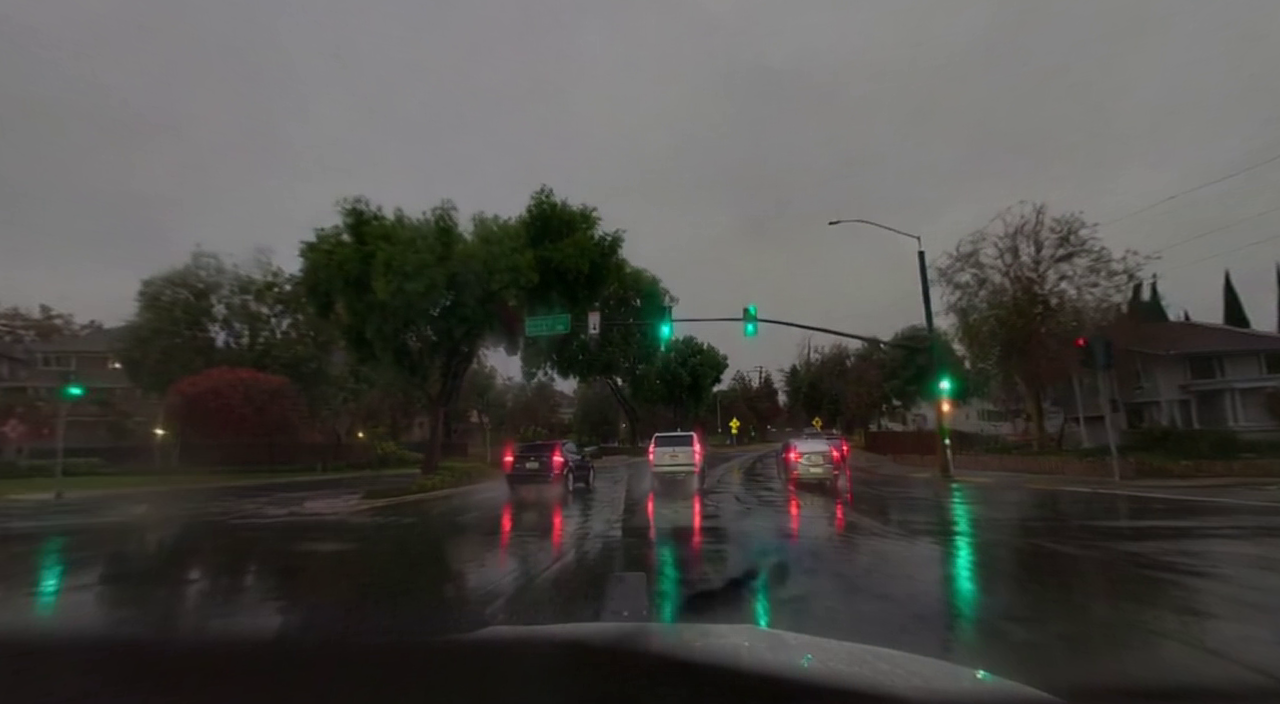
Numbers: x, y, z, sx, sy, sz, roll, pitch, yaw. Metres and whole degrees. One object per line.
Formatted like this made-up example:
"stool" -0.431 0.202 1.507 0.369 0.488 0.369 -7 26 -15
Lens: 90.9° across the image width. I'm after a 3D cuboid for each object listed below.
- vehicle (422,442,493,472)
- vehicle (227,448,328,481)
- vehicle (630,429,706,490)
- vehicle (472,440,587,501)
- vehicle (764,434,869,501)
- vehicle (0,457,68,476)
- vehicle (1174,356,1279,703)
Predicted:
"vehicle" -9.898 5.725 34.605 2.009 1.527 4.534 -2 -9 9
"vehicle" -17.381 5.385 30.546 1.869 1.449 4.417 -1 -9 7
"vehicle" 1.031 3.501 20.847 2.250 1.768 4.574 -1 -9 5
"vehicle" -2.901 3.235 17.709 2.006 1.464 4.586 -1 -9 5
"vehicle" 4.423 2.940 16.364 1.859 1.540 3.454 -1 -9 3
"vehicle" -47.336 8.918 49.212 3.648 1.387 1.853 -1 -9 7
"vehicle" 3.481 0.541 0.445 2.106 1.636 4.655 0 -9 0
